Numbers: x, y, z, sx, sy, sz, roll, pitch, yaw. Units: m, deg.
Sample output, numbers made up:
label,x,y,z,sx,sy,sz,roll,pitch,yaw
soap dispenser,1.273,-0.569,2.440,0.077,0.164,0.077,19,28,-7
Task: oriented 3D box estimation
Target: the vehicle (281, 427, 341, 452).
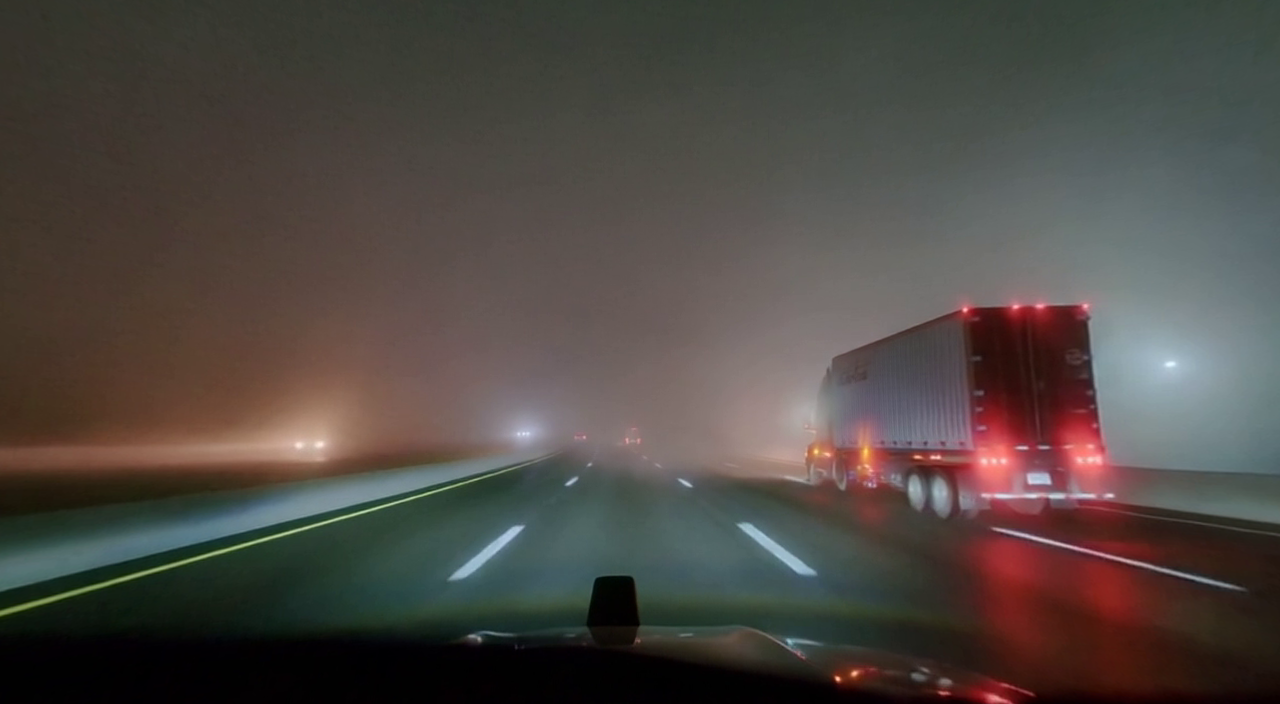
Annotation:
label,x,y,z,sx,sy,sz,roll,pitch,yaw
vehicle,-21.103,5.662,40.555,1.792,1.491,4.159,0,-8,-3
